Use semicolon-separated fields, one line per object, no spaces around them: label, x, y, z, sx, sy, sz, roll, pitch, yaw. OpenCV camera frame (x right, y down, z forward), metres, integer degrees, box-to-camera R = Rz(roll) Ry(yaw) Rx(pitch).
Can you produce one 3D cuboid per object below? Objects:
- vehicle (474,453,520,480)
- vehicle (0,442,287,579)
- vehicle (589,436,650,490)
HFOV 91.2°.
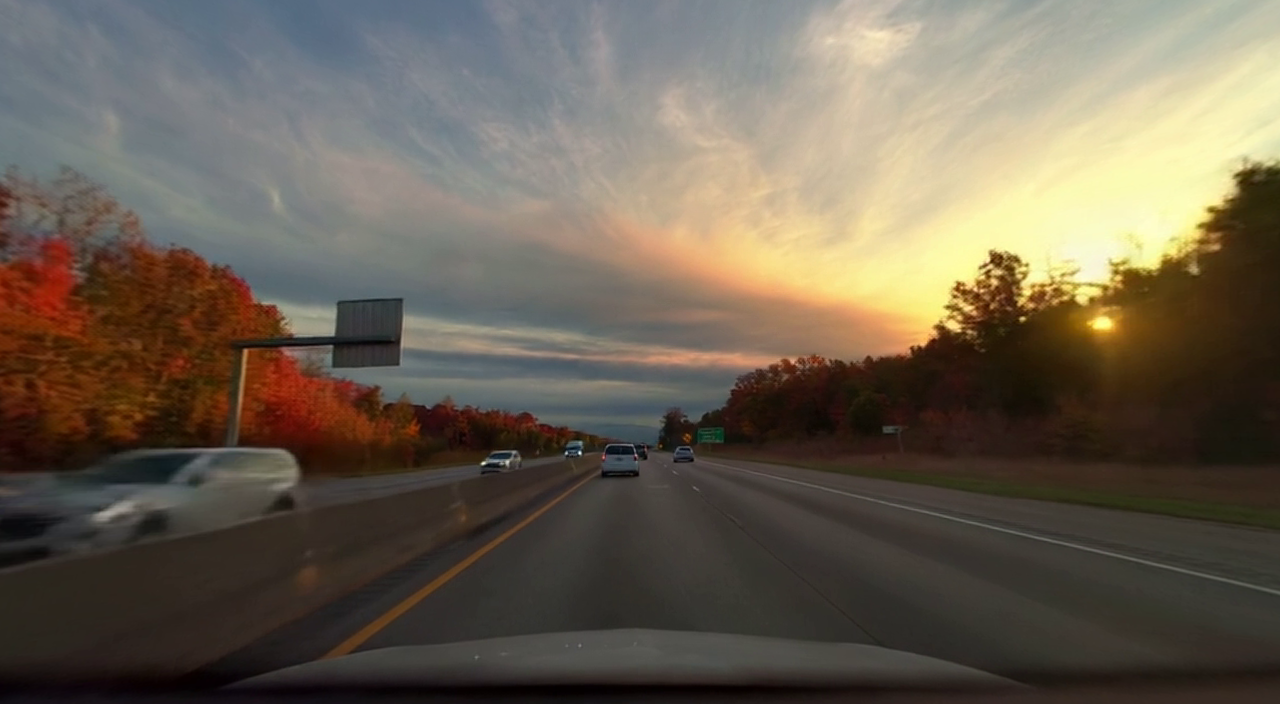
vehicle;-9.039;7.253;39.885;1.920;1.524;4.179;-1;-9;0
vehicle;-8.826;2.569;11.149;2.152;1.839;5.038;-1;-9;0
vehicle;-0.659;3.838;21.893;1.937;1.699;3.936;-1;-9;0
